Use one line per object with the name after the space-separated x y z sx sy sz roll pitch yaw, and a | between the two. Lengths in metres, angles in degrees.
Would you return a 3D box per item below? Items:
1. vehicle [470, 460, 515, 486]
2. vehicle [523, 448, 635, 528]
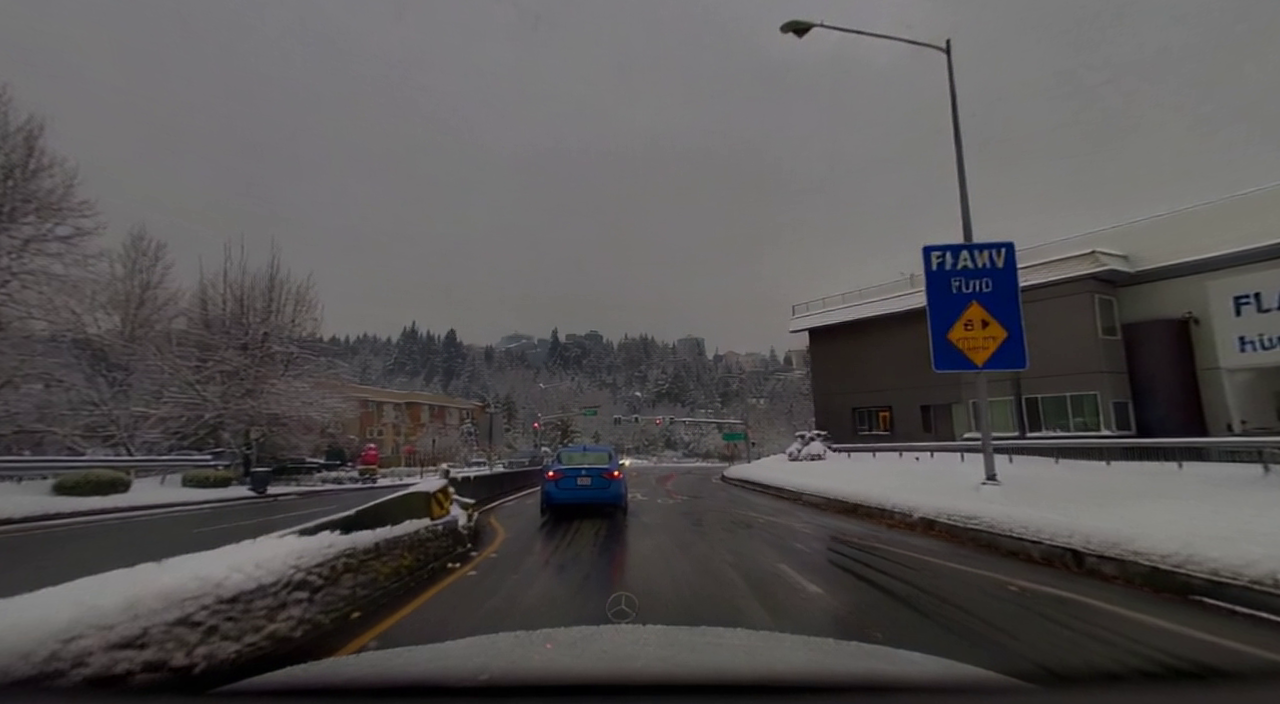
-9.818 8.057 42.116 1.854 1.472 3.728 -2 -8 4 | vehicle
-1.349 2.812 13.643 2.063 1.442 3.933 1 -9 -7 | vehicle
